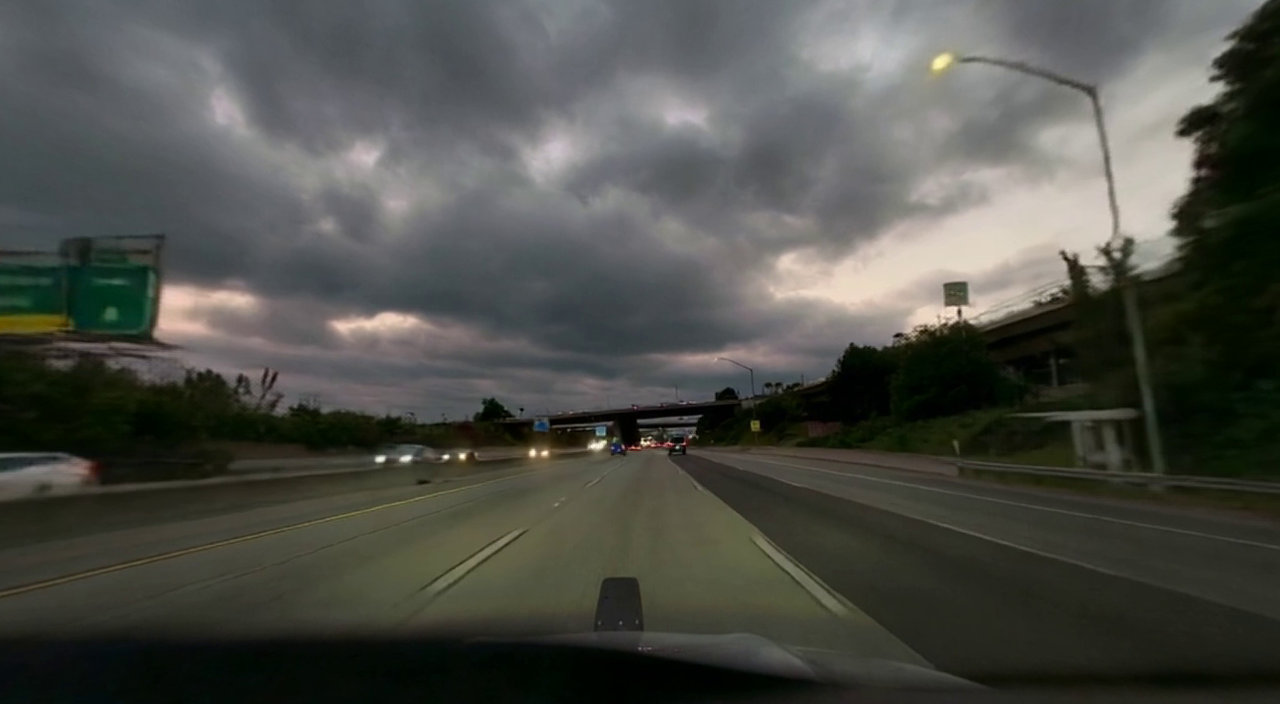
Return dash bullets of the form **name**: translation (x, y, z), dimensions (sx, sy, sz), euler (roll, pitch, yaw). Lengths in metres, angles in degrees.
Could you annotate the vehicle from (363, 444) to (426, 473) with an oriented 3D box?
- **vehicle**: translation (-16.603, 7.185, 43.031), dimensions (2.022, 1.796, 5.309), euler (0, -8, 2)
